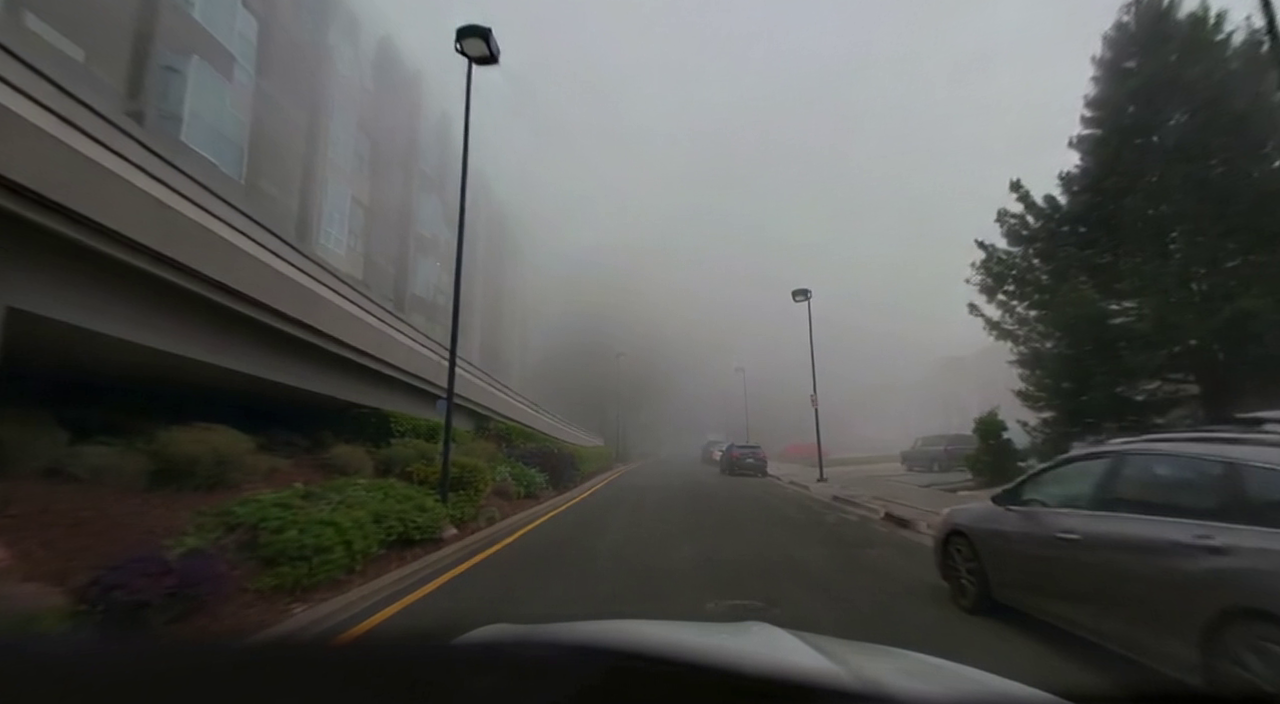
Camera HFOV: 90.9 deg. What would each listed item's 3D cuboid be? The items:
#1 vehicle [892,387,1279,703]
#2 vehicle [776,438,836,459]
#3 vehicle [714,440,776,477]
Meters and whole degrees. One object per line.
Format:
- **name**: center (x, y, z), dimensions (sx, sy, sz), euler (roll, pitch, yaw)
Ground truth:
- **vehicle**: center (3.232, 1.050, 3.318), dimensions (2.026, 1.483, 4.654), euler (0, -9, 2)
- **vehicle**: center (13.029, 7.615, 49.724), dimensions (4.163, 1.471, 1.914), euler (-1, -9, -1)
- **vehicle**: center (4.434, 4.582, 27.307), dimensions (2.024, 1.475, 4.565), euler (0, -9, 1)
